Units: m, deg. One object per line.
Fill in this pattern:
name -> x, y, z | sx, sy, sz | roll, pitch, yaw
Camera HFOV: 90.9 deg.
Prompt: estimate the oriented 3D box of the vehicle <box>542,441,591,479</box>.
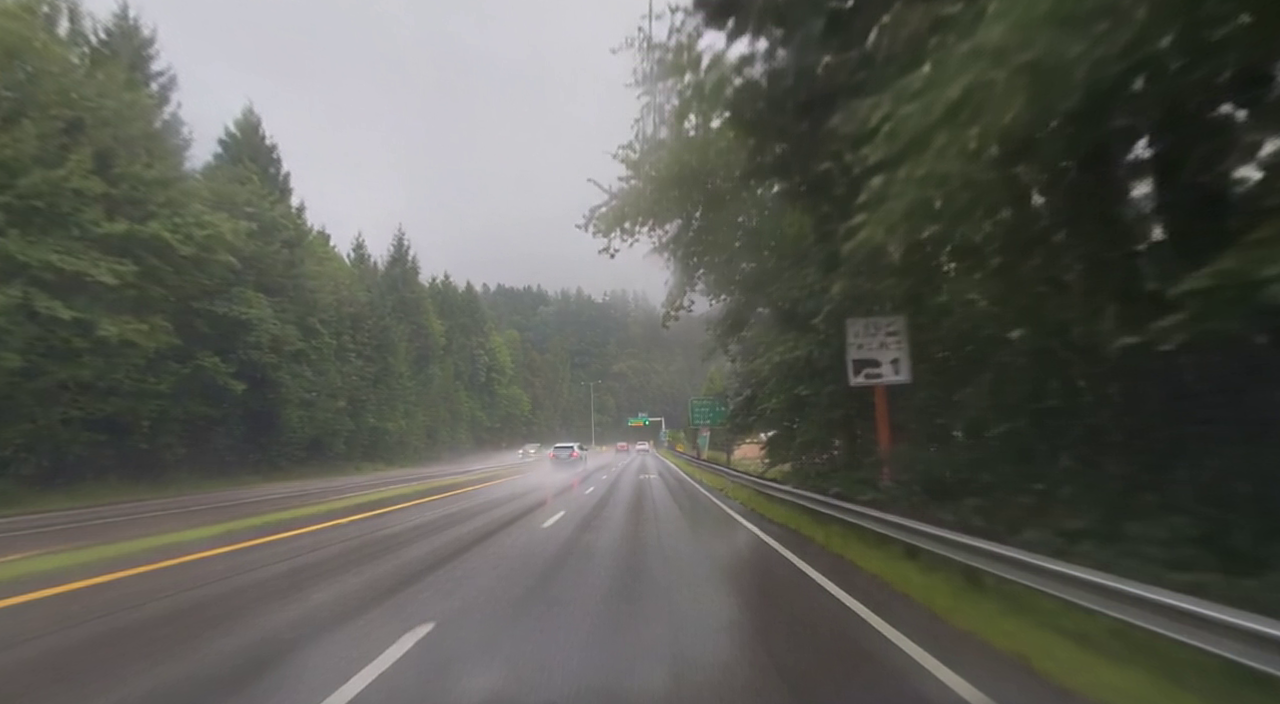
vehicle -> -3.143, 4.693, 27.530 | 1.675, 1.537, 3.574 | 0, -9, 1
